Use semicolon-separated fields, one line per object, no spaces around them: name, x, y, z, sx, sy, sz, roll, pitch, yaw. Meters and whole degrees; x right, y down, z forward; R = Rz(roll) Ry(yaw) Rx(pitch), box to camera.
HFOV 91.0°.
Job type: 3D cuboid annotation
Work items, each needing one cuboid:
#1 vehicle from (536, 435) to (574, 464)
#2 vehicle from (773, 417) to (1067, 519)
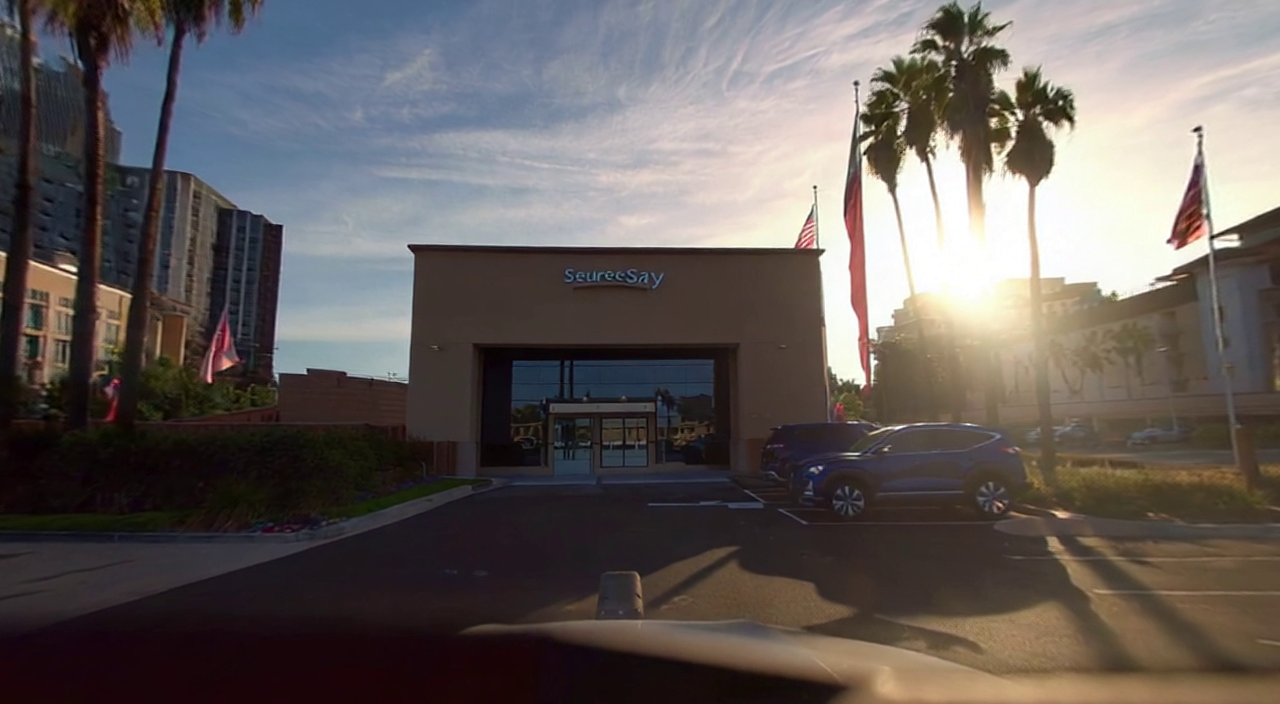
vehicle;-6.116;7.007;45.595;1.943;1.890;4.472;2;-7;2
vehicle;5.015;2.143;11.854;4.567;1.723;1.926;0;-9;1
